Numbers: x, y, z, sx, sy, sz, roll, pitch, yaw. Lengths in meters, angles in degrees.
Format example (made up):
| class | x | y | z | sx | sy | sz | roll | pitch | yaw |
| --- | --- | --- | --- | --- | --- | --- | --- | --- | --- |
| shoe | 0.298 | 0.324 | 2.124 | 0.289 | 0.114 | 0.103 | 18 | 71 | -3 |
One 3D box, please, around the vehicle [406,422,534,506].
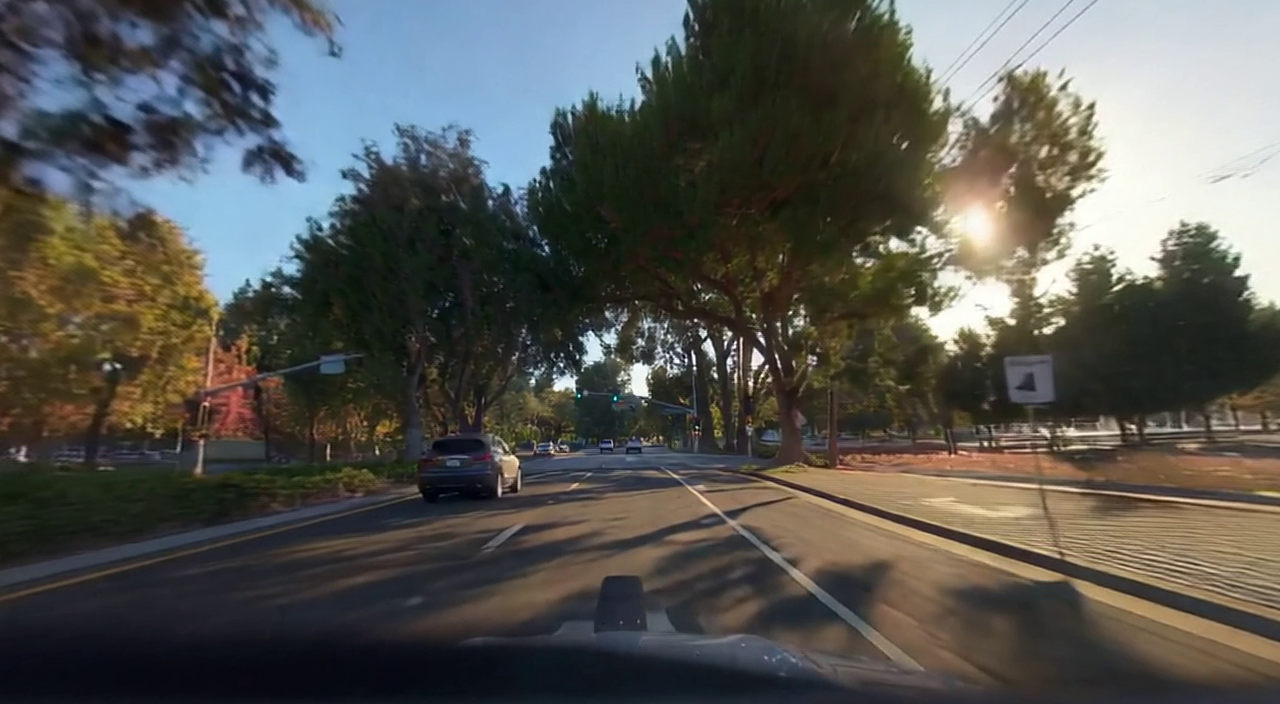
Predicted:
| class | x | y | z | sx | sy | sz | roll | pitch | yaw |
| --- | --- | --- | --- | --- | --- | --- | --- | --- | --- |
| vehicle | -3.957 | 2.673 | 15.467 | 2.018 | 1.769 | 3.897 | 0 | -8 | 0 |
